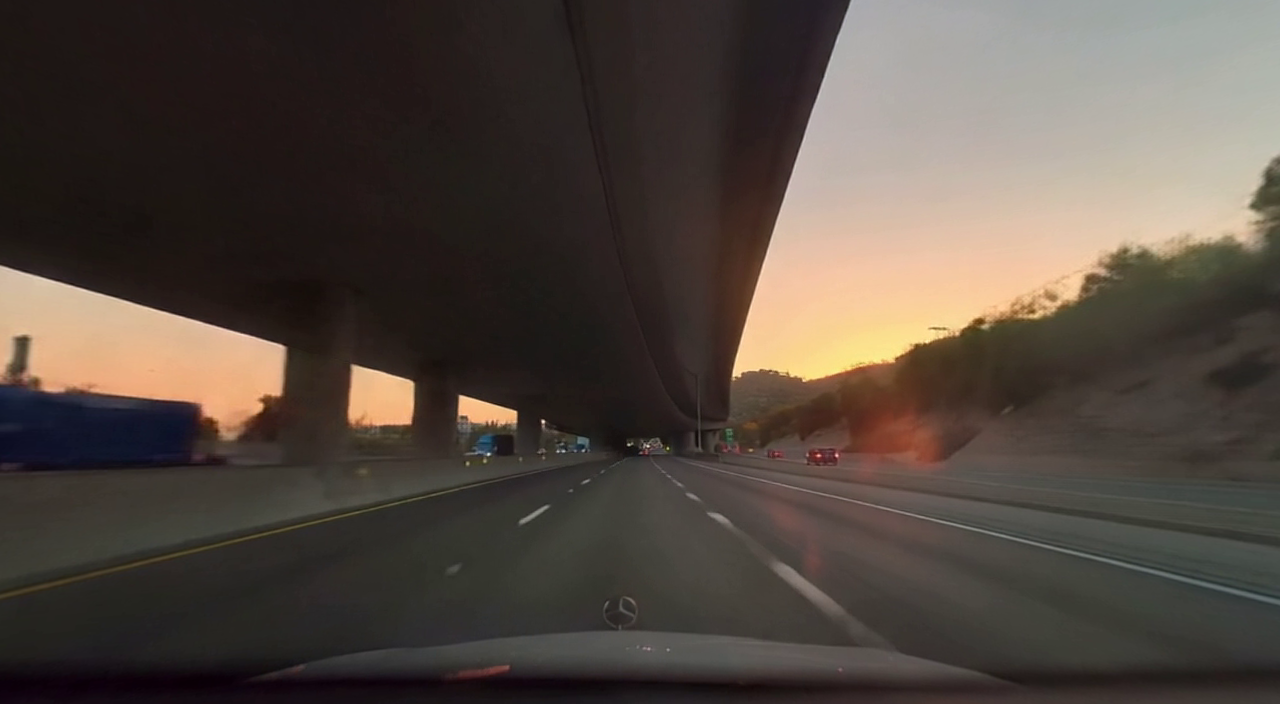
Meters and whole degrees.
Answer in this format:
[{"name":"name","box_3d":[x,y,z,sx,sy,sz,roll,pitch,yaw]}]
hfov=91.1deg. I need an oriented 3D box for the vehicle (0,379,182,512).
[{"name":"vehicle","box_3d":[-20.205,2.977,19.805,2.764,3.867,11.794,0,-9,-1]}]
